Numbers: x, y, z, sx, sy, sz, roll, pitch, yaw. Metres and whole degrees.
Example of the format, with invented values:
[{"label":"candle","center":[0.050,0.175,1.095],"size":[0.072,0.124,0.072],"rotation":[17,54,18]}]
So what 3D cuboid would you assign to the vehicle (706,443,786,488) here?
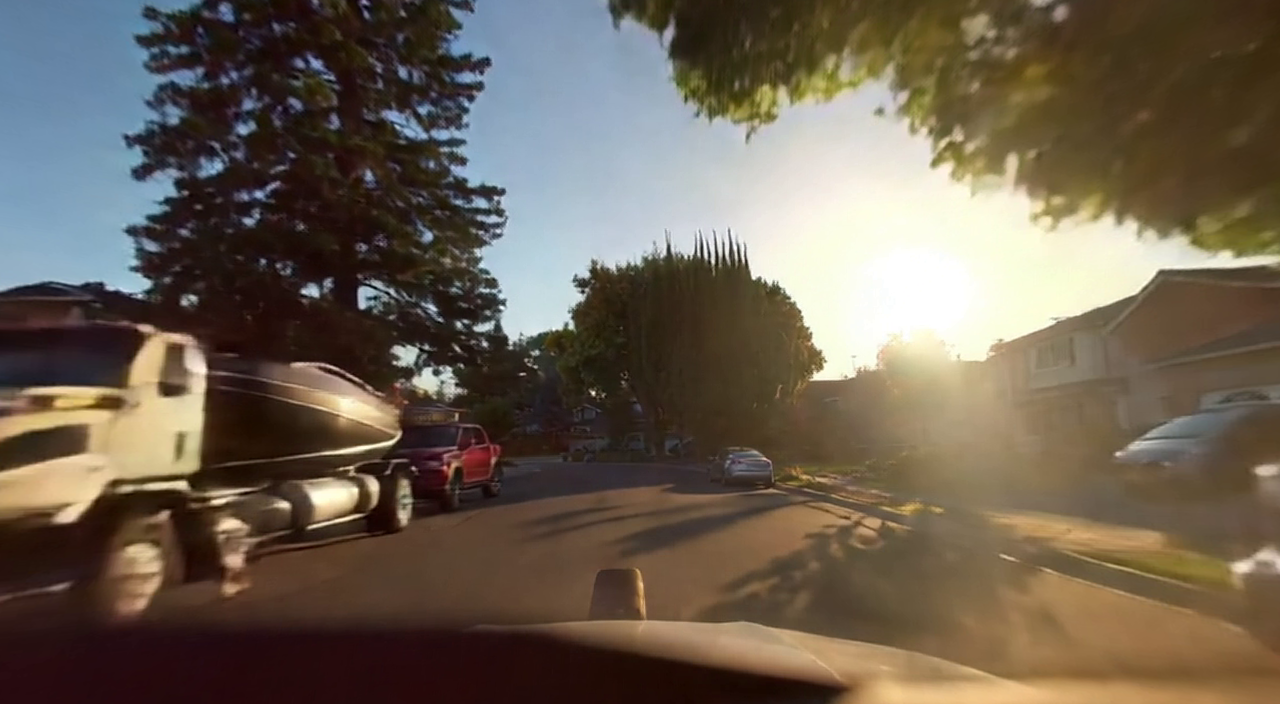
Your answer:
[{"label":"vehicle","center":[3.827,4.202,23.654],"size":[1.998,1.489,4.722],"rotation":[1,-9,-3]}]

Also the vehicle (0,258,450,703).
[{"label":"vehicle","center":[-4.283,1.100,6.151],"size":[2.632,2.249,6.179],"rotation":[0,-9,3]}]

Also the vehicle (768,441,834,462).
[{"label":"vehicle","center":[11.647,7.216,45.651],"size":[4.252,1.429,1.907],"rotation":[3,-9,-20]}]

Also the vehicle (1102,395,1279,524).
[{"label":"vehicle","center":[10.776,1.982,11.689],"size":[3.470,2.123,1.584],"rotation":[3,-9,-15]}]
